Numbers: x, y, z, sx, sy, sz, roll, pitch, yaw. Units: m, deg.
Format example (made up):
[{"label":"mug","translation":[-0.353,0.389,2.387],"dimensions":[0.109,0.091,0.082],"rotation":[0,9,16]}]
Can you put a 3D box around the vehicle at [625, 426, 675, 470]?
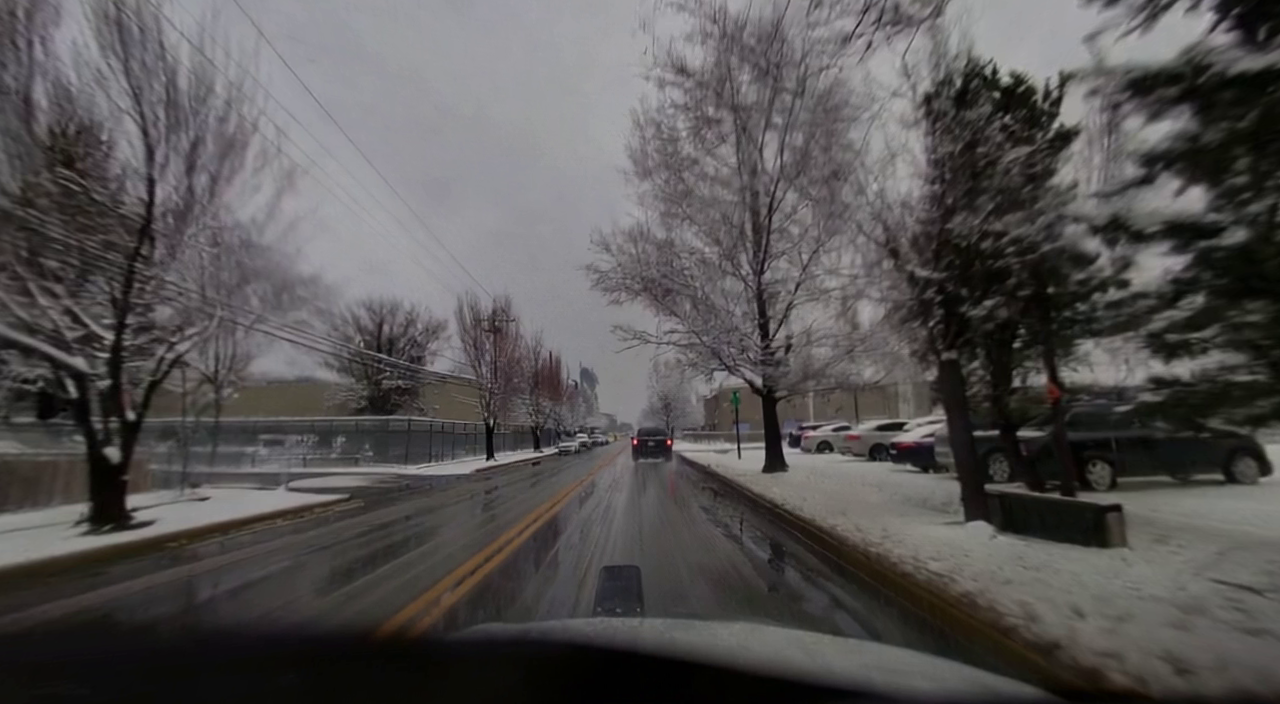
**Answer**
[{"label":"vehicle","translation":[0.491,4.443,29.485],"dimensions":[2.152,1.874,4.042],"rotation":[0,-8,1]}]

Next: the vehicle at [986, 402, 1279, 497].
[{"label":"vehicle","translation":[9.269,1.827,11.997],"dimensions":[4.164,1.640,1.953],"rotation":[0,-8,3]}]

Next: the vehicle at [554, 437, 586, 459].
[{"label":"vehicle","translation":[-5.438,7.533,49.361],"dimensions":[1.938,1.500,4.130],"rotation":[-3,-9,-1]}]
